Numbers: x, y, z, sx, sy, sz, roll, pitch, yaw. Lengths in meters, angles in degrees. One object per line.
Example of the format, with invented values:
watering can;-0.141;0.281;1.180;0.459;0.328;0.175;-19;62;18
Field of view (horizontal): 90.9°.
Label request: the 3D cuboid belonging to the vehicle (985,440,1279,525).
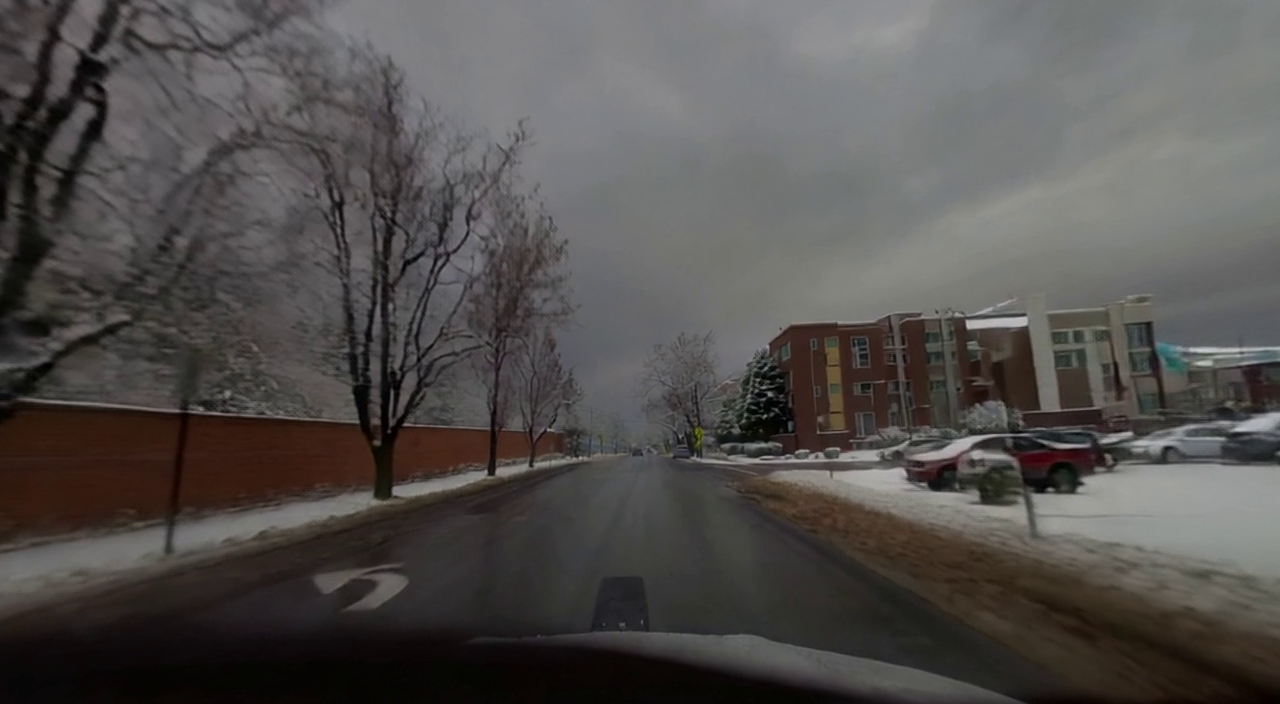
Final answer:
vehicle;9.418;2.462;12.116;4.309;1.442;2.145;1;-9;-1
